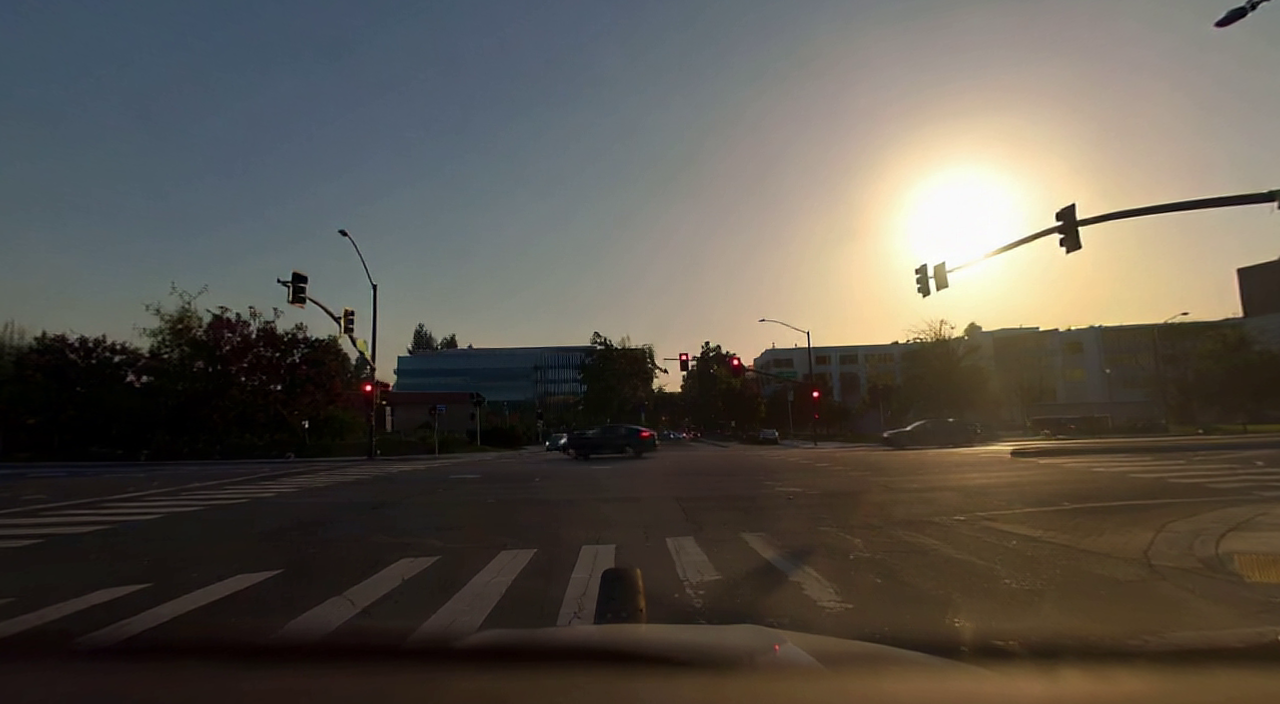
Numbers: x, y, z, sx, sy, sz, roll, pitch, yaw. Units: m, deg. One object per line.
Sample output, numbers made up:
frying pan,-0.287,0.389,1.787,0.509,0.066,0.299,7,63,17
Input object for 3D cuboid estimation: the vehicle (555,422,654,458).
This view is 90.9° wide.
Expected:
vehicle,-1.663,4.079,29.161,4.407,1.569,1.859,1,-9,-6

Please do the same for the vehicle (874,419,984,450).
vehicle,14.104,4.055,30.896,4.510,1.431,1.884,1,-9,-7

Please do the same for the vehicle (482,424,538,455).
vehicle,-8.337,5.729,40.874,2.000,1.864,5.044,-1,-9,7
